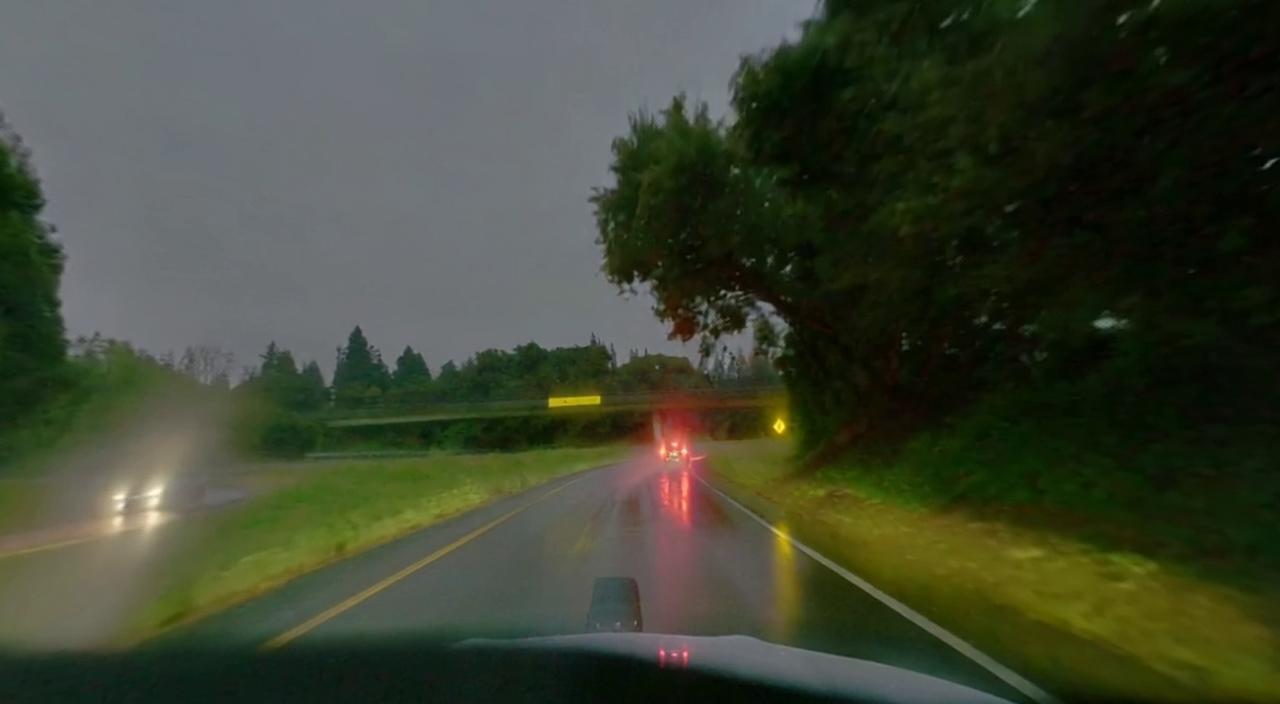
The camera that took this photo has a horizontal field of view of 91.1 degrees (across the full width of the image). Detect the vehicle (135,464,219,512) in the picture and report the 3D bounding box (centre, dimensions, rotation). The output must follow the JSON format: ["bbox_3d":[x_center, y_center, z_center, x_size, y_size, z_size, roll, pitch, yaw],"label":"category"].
[{"bbox_3d":[-18.414,5.380,25.216,1.877,1.603,4.215,4,-10,-25],"label":"vehicle"}]

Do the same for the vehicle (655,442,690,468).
[{"bbox_3d":[1.962,6.125,37.518,1.980,1.449,3.650,-1,-9,4],"label":"vehicle"}]
